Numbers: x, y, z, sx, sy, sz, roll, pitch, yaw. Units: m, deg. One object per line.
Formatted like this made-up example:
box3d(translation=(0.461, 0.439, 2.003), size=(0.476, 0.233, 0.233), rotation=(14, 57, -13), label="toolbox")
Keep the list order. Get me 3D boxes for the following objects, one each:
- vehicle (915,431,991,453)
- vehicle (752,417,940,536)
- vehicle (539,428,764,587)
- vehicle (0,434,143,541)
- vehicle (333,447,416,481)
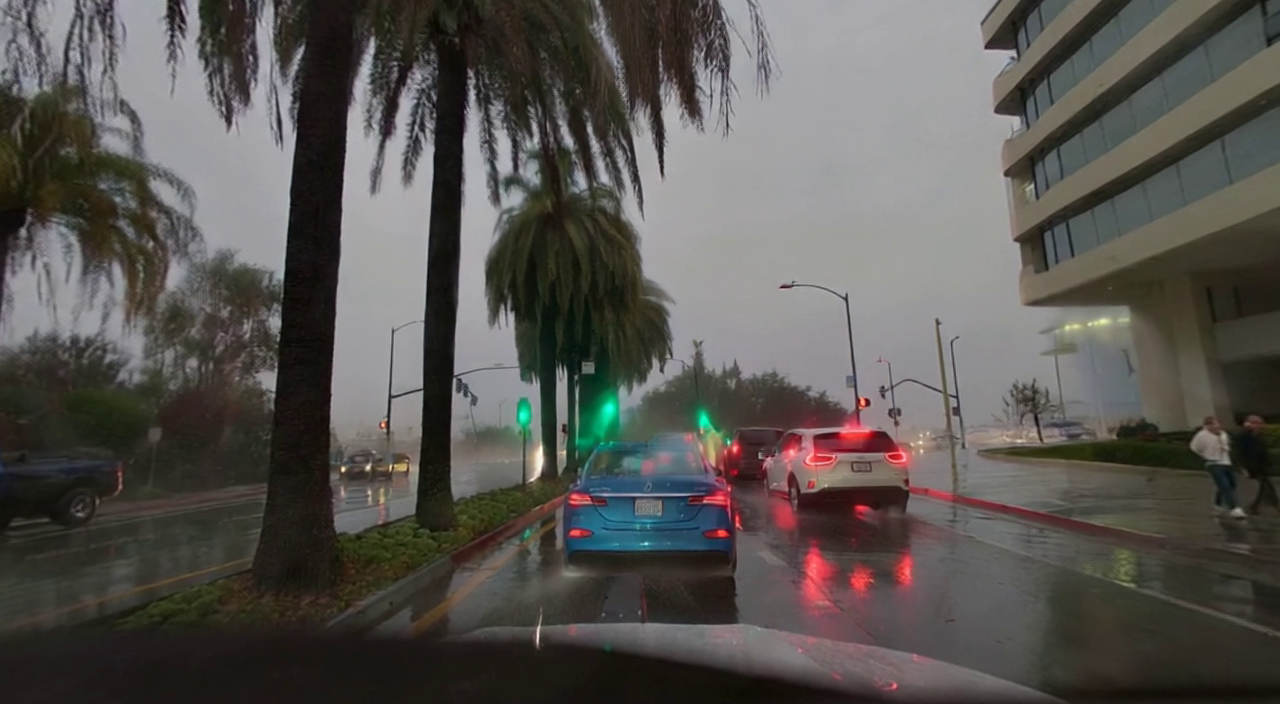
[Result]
box3d(translation=(22.753, 6.551, 46.001), size=(4.479, 1.513, 2.074), rotation=(1, -9, -7), label="vehicle")
box3d(translation=(3.410, 2.155, 11.508), size=(2.003, 1.733, 4.319), rotation=(0, -8, 1), label="vehicle")
box3d(translation=(0.148, 1.750, 7.938), size=(2.088, 1.452, 3.993), rotation=(0, -8, 1), label="vehicle")
box3d(translation=(-13.050, 2.717, 12.280), size=(2.240, 1.964, 5.707), rotation=(-6, -8, 0), label="vehicle")
box3d(translation=(-13.176, 5.565, 31.707), size=(1.965, 1.507, 4.725), rotation=(-1, -8, 2), label="vehicle")
